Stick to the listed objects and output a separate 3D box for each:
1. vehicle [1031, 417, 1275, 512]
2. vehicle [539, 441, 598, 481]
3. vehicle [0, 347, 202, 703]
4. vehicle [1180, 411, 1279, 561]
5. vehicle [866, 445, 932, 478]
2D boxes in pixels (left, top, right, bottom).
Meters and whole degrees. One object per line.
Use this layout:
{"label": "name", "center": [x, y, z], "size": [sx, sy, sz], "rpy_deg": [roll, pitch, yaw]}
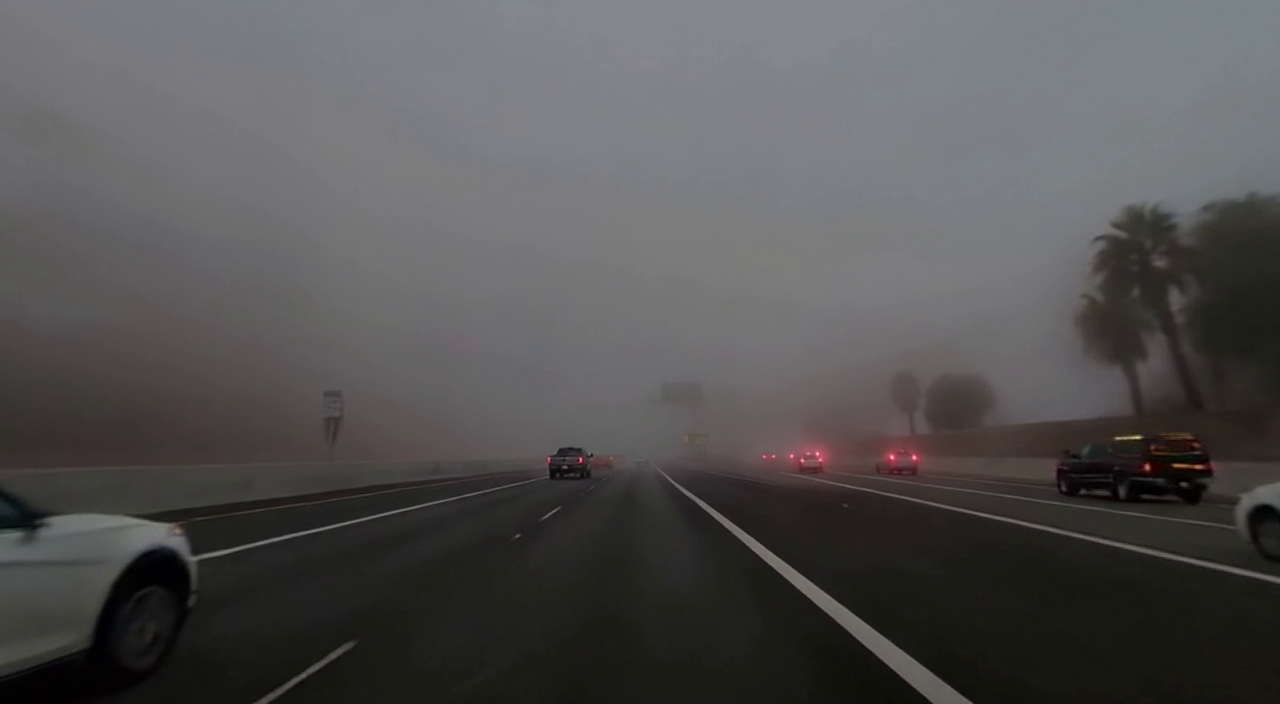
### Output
{"label": "vehicle", "center": [13.312, 2.970, 17.023], "size": [2.330, 2.132, 5.338], "rpy_deg": [-1, -9, 5]}
{"label": "vehicle", "center": [-3.701, 5.779, 33.776], "size": [2.420, 1.937, 5.916], "rpy_deg": [0, -9, 0]}
{"label": "vehicle", "center": [-3.946, 0.678, 1.601], "size": [2.162, 1.747, 4.791], "rpy_deg": [0, -9, 0]}
{"label": "vehicle", "center": [8.777, 1.419, 6.333], "size": [2.303, 1.791, 5.247], "rpy_deg": [-1, -9, 5]}
{"label": "vehicle", "center": [14.886, 6.320, 36.537], "size": [1.991, 1.755, 4.836], "rpy_deg": [-1, -9, 4]}
